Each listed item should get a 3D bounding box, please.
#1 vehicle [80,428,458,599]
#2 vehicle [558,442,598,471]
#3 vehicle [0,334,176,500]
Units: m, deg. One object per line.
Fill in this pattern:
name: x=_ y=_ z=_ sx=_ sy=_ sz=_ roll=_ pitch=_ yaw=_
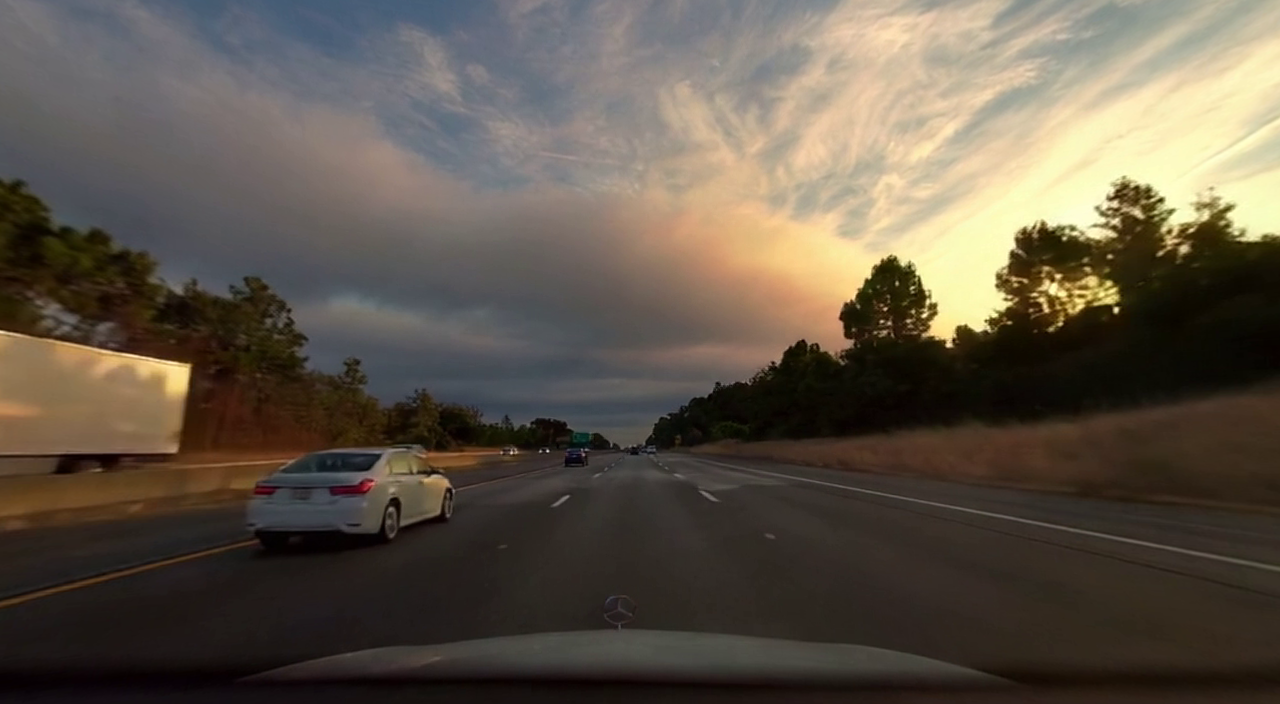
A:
vehicle: x=-3.954 y=1.783 z=7.863 sx=2.018 sy=1.497 sz=4.399 roll=-1 pitch=-9 yaw=0
vehicle: x=-3.945 y=6.731 z=40.617 sx=2.111 sy=1.717 sz=4.426 roll=0 pitch=-9 yaw=0
vehicle: x=-16.856 y=1.076 z=11.904 sx=2.968 sy=3.931 sz=17.389 roll=0 pitch=-9 yaw=0
